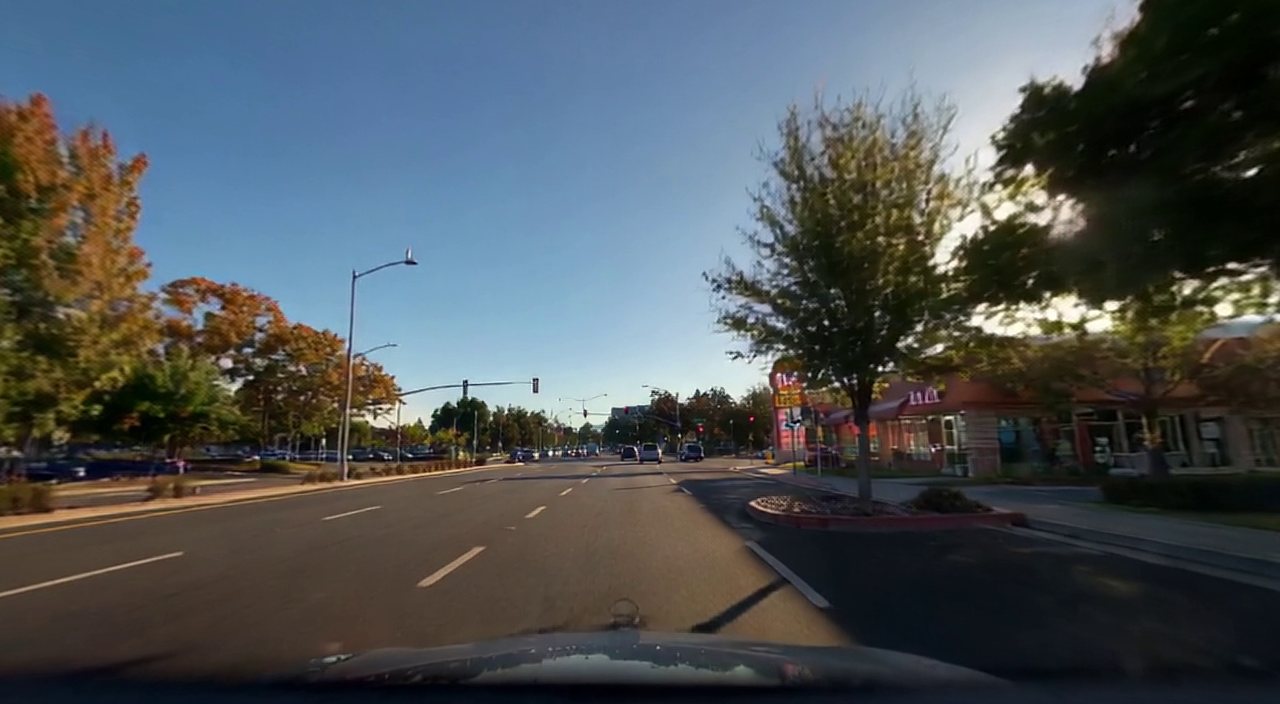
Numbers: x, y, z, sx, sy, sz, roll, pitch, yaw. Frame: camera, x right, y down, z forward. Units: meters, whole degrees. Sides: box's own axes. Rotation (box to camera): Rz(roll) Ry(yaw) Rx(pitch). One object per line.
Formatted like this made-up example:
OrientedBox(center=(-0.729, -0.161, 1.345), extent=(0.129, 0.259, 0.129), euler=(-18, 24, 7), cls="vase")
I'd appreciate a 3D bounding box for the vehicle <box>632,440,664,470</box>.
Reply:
OrientedBox(center=(0.622, 7.015, 43.303), extent=(2.096, 1.961, 4.259), euler=(0, -9, 2), cls="vehicle")
